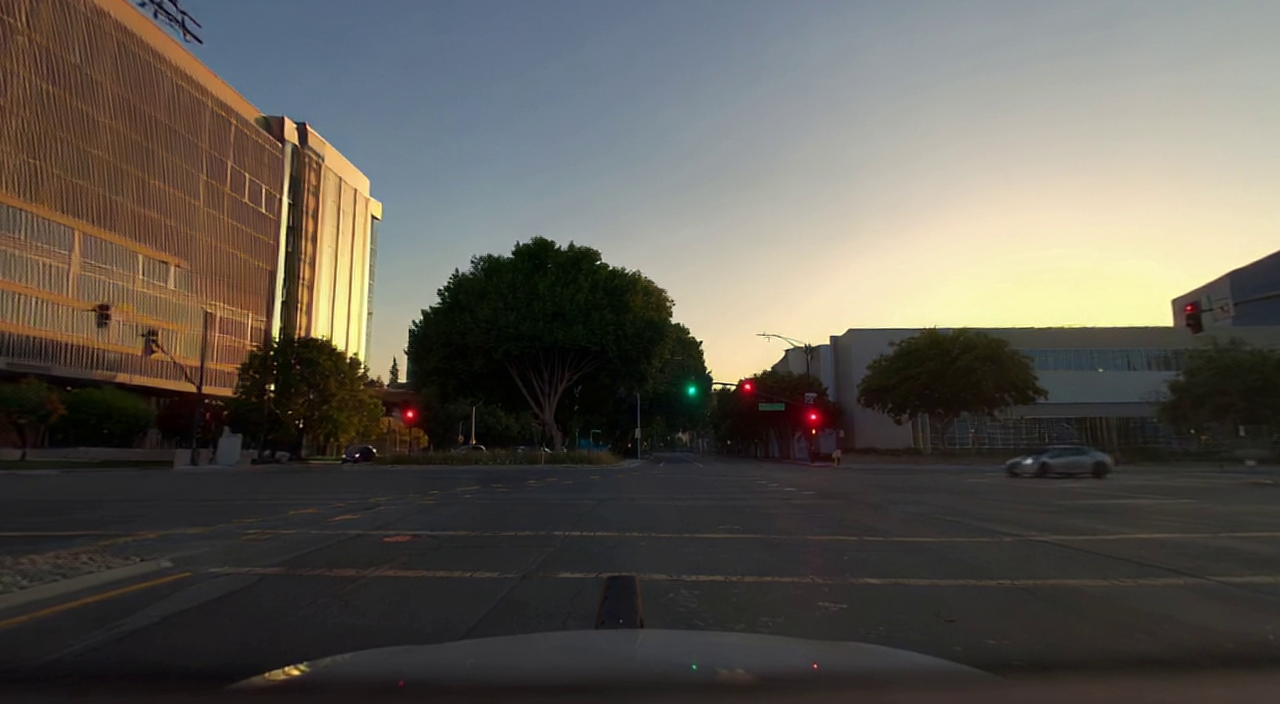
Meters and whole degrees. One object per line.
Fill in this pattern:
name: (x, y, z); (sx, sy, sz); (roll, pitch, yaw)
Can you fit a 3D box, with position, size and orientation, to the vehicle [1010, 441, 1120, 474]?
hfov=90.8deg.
vehicle: (23.513, 5.843, 35.066); (4.639, 1.699, 2.030); (0, -9, -3)
